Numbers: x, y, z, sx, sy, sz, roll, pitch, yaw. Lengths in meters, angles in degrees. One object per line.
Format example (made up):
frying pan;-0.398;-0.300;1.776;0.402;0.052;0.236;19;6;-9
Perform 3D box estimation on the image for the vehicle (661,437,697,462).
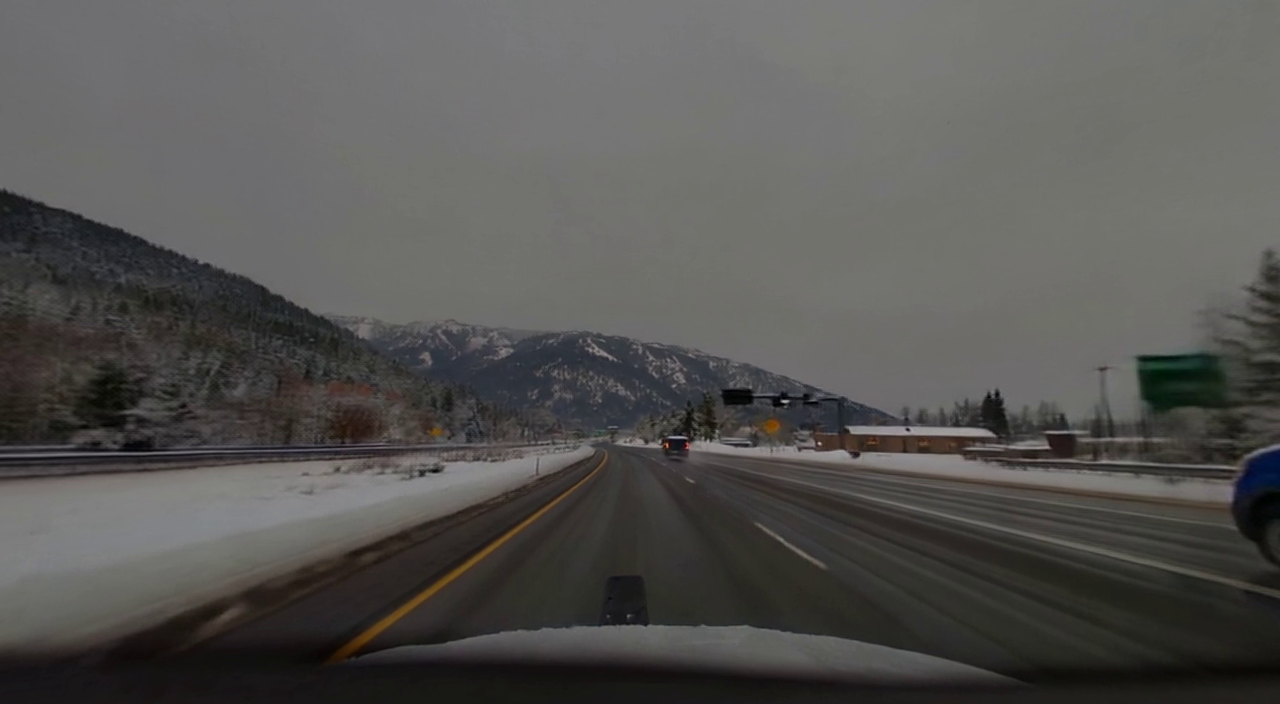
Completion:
vehicle;2.852;7.300;47.362;2.210;1.815;4.571;0;-8;-3
